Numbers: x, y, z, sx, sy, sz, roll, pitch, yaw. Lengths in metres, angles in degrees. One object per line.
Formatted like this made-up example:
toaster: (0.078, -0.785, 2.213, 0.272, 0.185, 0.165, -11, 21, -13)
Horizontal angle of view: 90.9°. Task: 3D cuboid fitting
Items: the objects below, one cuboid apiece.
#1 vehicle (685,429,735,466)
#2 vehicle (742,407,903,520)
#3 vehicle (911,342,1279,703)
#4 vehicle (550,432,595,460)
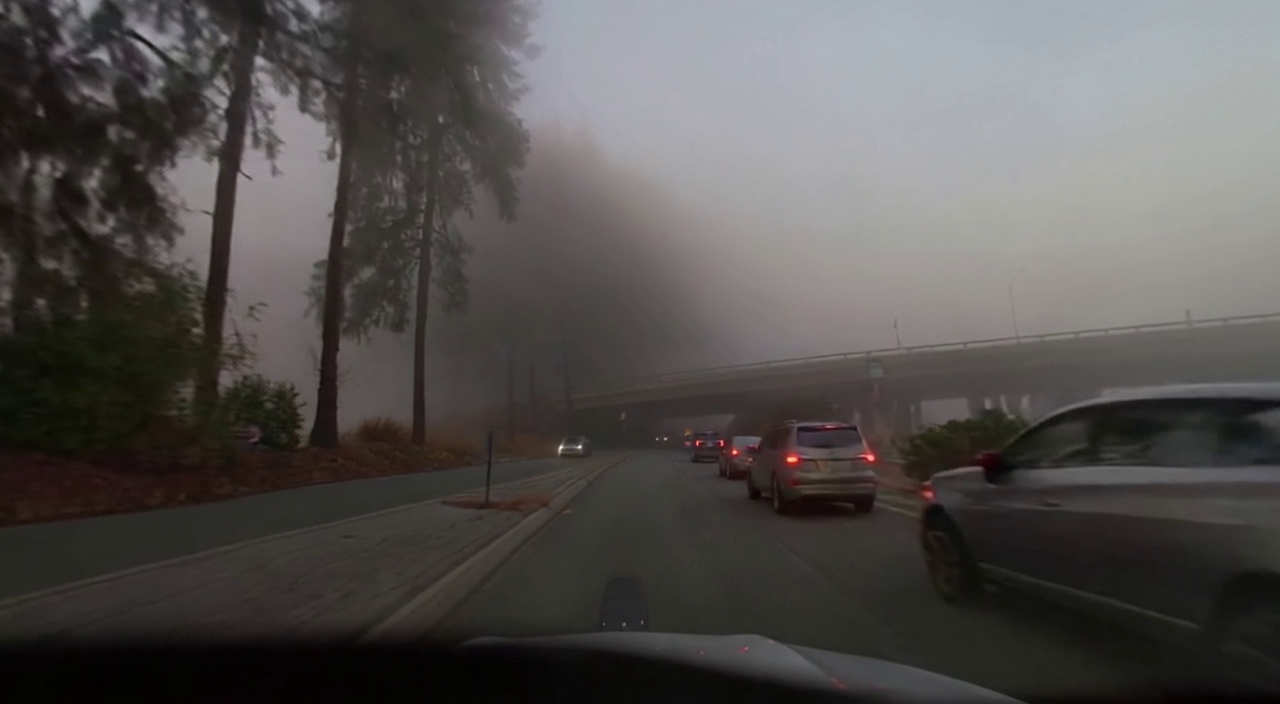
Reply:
vehicle: (3.900, 5.424, 36.008, 2.273, 1.944, 4.866, -1, -8, 0)
vehicle: (3.476, 2.220, 13.032, 1.985, 1.895, 4.496, -1, -8, 0)
vehicle: (3.535, 0.962, 3.614, 1.972, 1.682, 4.397, -1, -8, 0)
vehicle: (-4.769, 6.730, 45.273, 2.089, 1.860, 4.704, -2, -8, 8)
